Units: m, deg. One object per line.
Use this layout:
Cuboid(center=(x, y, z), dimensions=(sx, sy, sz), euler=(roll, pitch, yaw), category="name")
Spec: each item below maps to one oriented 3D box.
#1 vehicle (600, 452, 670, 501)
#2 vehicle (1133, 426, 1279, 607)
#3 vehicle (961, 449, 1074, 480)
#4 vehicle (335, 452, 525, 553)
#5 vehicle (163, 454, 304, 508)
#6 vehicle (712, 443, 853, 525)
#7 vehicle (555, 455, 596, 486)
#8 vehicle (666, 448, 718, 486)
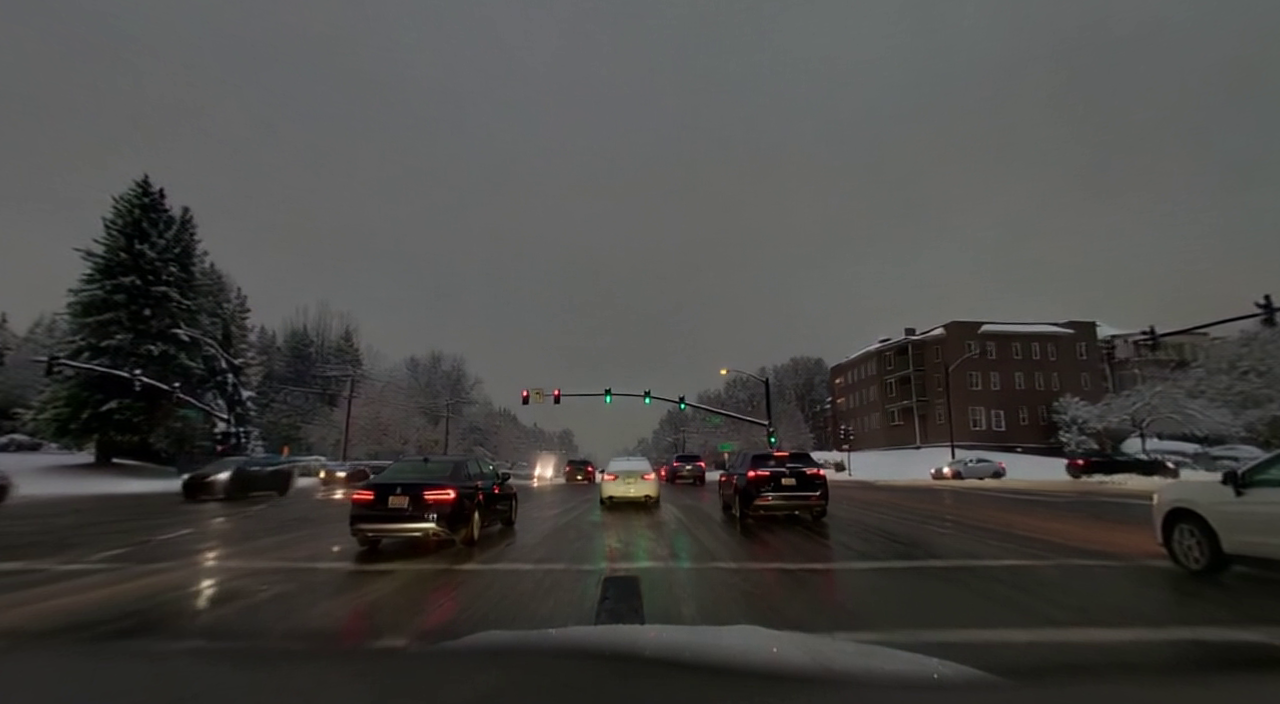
Cuboid(center=(-0.197, 4.073, 21.077), dimensions=(2.098, 1.461, 3.958), euler=(0, -9, -2), category="vehicle")
Cuboid(center=(6.543, 1.281, 4.594), dimensions=(1.959, 1.553, 4.809), euler=(0, -9, -1), category="vehicle")
Cuboid(center=(19.373, 5.768, 32.545), dimensions=(4.620, 1.446, 1.950), euler=(0, -9, -3), category="vehicle")
Cuboid(center=(-3.574, 2.632, 11.810), dimensions=(2.045, 1.463, 4.490), euler=(0, -9, 0), category="vehicle")
Cuboid(center=(-14.495, 4.575, 22.960), dimensions=(1.970, 1.708, 4.777), euler=(0, -9, -1), category="vehicle")
Cuboid(center=(3.062, 2.961, 14.833), dimensions=(1.996, 1.566, 4.917), euler=(0, -9, -2), category="vehicle")
Cuboid(center=(-3.855, 7.182, 38.591), dimensions=(2.033, 1.714, 4.278), euler=(-1, -9, 0), category="vehicle")
Cuboid(center=(2.589, 5.886, 32.620), dimensions=(2.138, 1.778, 4.422), euler=(0, -9, -2), category="vehicle")
